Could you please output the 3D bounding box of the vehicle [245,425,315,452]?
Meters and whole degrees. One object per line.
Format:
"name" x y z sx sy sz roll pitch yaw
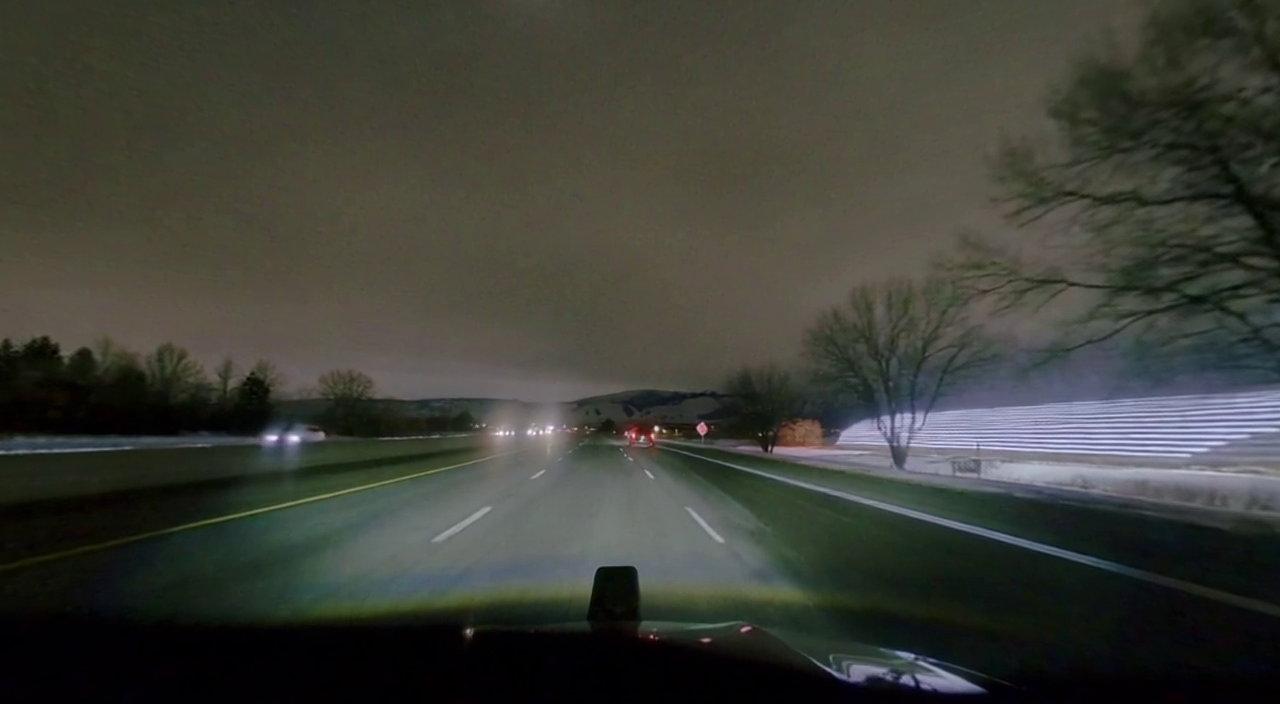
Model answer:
"vehicle" -21.533 5.213 37.776 1.808 1.504 4.219 0 -8 -3
